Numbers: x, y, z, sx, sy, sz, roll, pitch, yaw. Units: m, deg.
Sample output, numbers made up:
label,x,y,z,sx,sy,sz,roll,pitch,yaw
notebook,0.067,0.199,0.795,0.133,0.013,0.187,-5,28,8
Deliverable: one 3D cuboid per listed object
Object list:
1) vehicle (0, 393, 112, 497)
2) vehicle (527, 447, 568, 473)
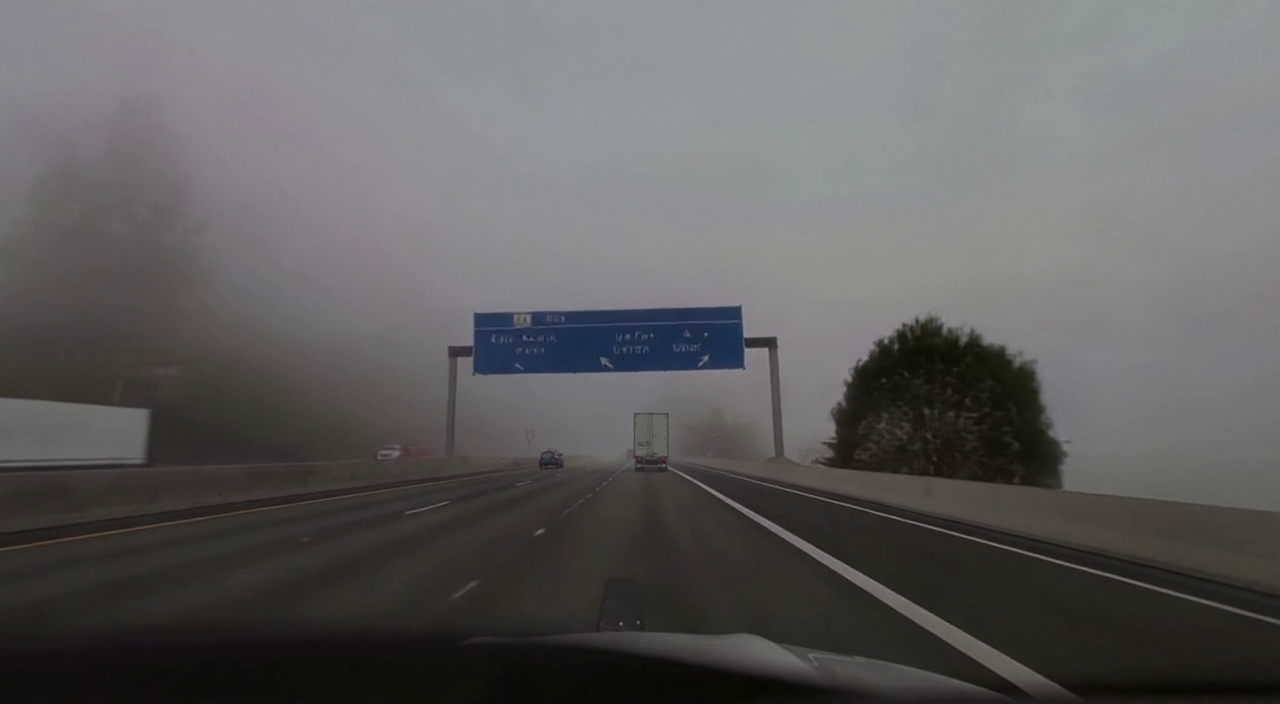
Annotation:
label,x,y,z,sx,sy,sz,roll,pitch,yaw
vehicle,-23.885,3.159,21.436,3.032,3.588,10.037,0,-9,0
vehicle,-6.430,7.579,44.409,2.119,1.754,4.404,0,-9,1
